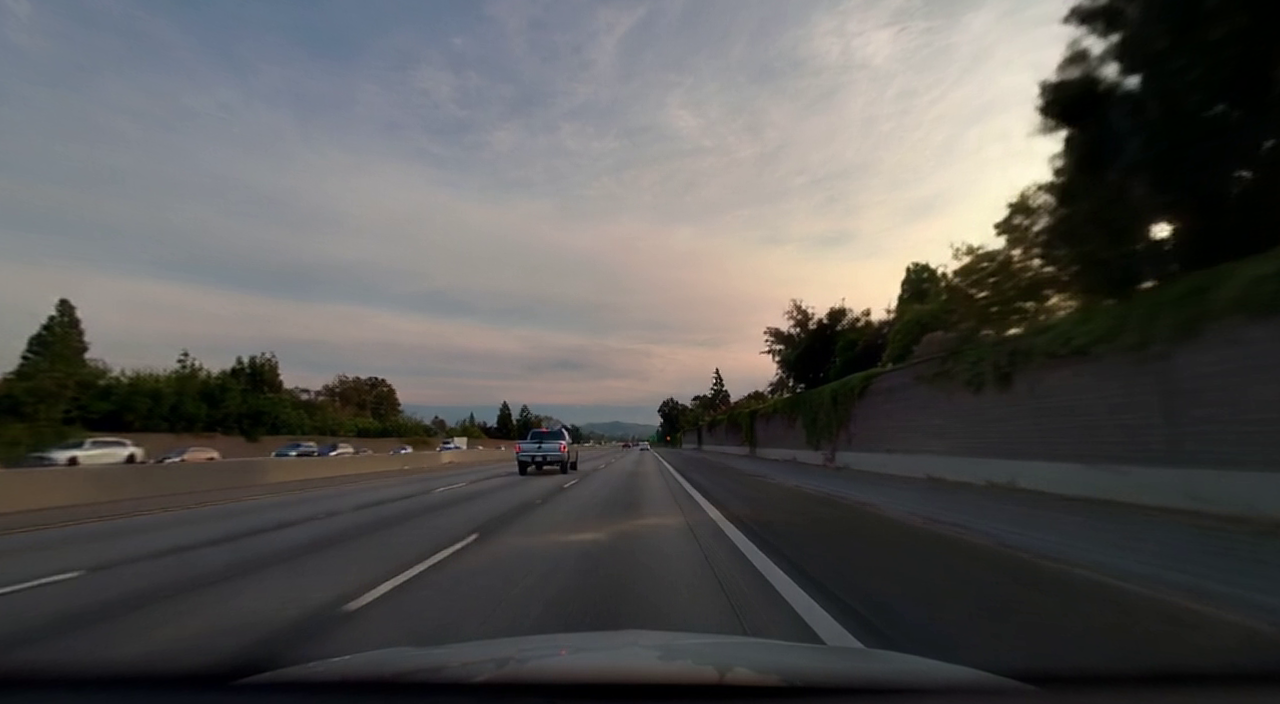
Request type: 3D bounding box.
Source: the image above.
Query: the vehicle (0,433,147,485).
[{"bbox_3d":[-37.028,6.585,39.475,3.018,2.872,11.579,-1,-8,0],"label":"vehicle"}]

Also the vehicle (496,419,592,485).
[{"bbox_3d":[-3.476,3.823,24.364,2.604,2.170,6.271,0,-8,1],"label":"vehicle"}]

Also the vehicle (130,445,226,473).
[{"bbox_3d":[-33.330,7.712,45.779,2.336,1.869,6.038,0,-8,1],"label":"vehicle"}]
